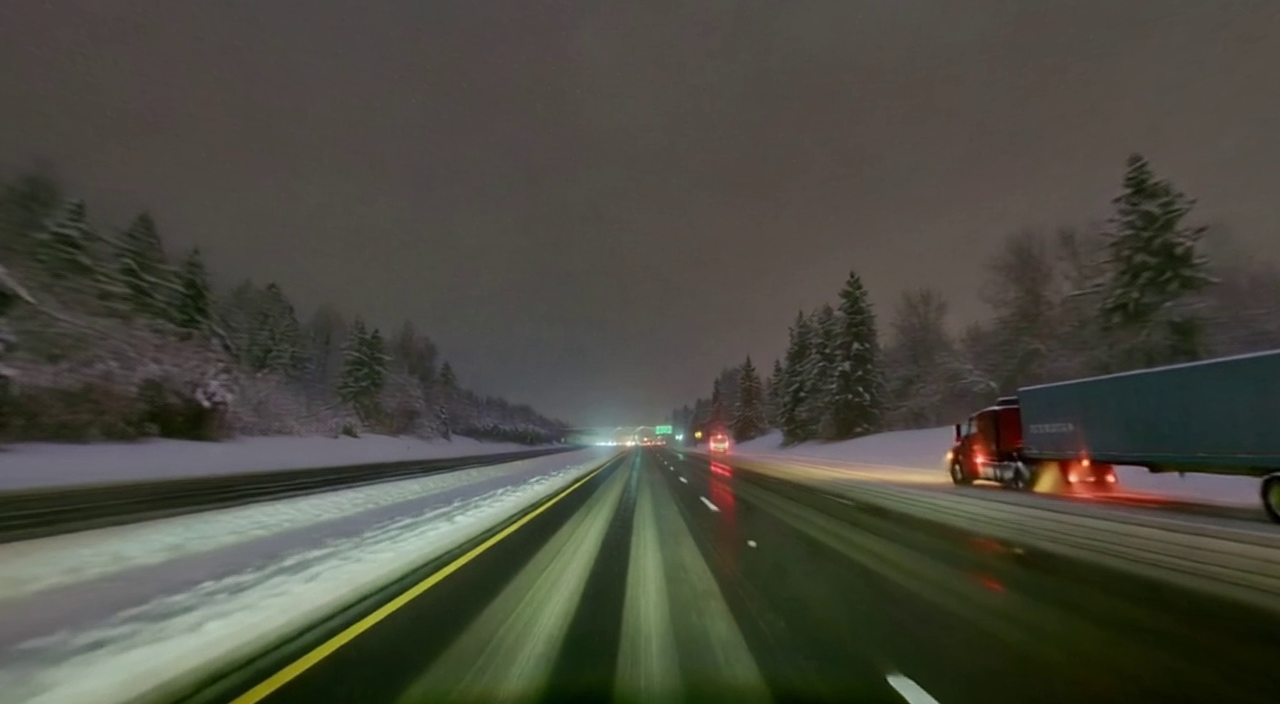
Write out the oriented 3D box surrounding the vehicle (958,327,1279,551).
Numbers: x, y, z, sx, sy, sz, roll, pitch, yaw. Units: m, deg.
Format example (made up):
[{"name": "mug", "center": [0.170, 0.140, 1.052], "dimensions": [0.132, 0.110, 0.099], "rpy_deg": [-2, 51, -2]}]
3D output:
[{"name": "vehicle", "center": [10.742, 1.774, 12.682], "dimensions": [2.960, 3.207, 10.950], "rpy_deg": [0, -8, 0]}]
